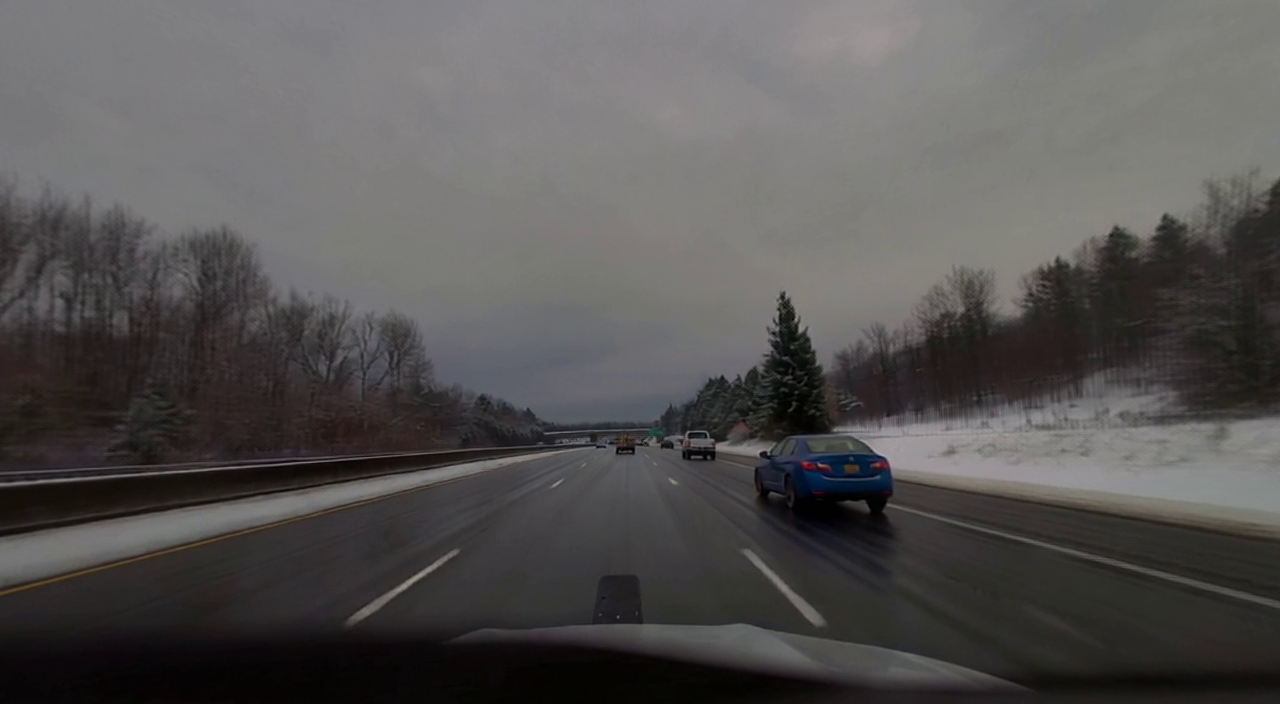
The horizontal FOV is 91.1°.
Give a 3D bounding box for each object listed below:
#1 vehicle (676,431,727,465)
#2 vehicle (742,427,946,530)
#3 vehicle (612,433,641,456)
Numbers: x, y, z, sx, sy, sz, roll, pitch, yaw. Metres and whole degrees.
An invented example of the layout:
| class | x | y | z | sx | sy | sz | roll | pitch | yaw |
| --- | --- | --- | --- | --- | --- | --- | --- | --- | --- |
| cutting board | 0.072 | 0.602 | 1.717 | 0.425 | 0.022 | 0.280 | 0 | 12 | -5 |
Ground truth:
| class | x | y | z | sx | sy | sz | roll | pitch | yaw |
| --- | --- | --- | --- | --- | --- | --- | --- | --- | --- |
| vehicle | 3.180 | 5.089 | 33.538 | 2.098 | 1.677 | 4.275 | 0 | -8 | -2 |
| vehicle | 3.376 | 2.175 | 11.599 | 2.056 | 1.479 | 4.660 | 0 | -8 | -2 |
| vehicle | -1.097 | 7.246 | 49.291 | 2.182 | 1.680 | 4.253 | 0 | -8 | -2 |
